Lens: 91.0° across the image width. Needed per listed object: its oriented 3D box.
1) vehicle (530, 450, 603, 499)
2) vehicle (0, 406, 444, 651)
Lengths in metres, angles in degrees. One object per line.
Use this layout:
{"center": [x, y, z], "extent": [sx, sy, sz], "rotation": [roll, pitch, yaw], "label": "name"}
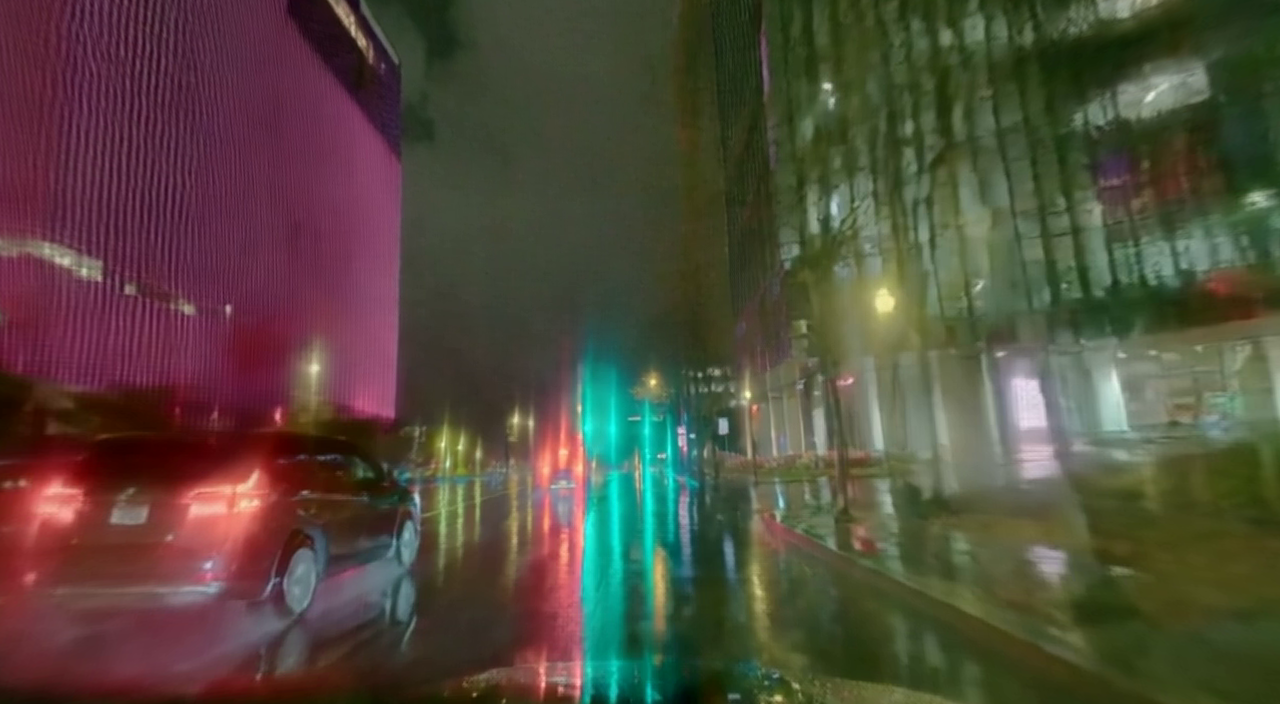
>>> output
{"center": [-2.997, 5.201, 26.898], "extent": [2.384, 1.849, 5.009], "rotation": [-1, -11, 2], "label": "vehicle"}
{"center": [-4.041, 1.704, 6.918], "extent": [2.169, 1.741, 4.588], "rotation": [-1, -11, 2], "label": "vehicle"}
